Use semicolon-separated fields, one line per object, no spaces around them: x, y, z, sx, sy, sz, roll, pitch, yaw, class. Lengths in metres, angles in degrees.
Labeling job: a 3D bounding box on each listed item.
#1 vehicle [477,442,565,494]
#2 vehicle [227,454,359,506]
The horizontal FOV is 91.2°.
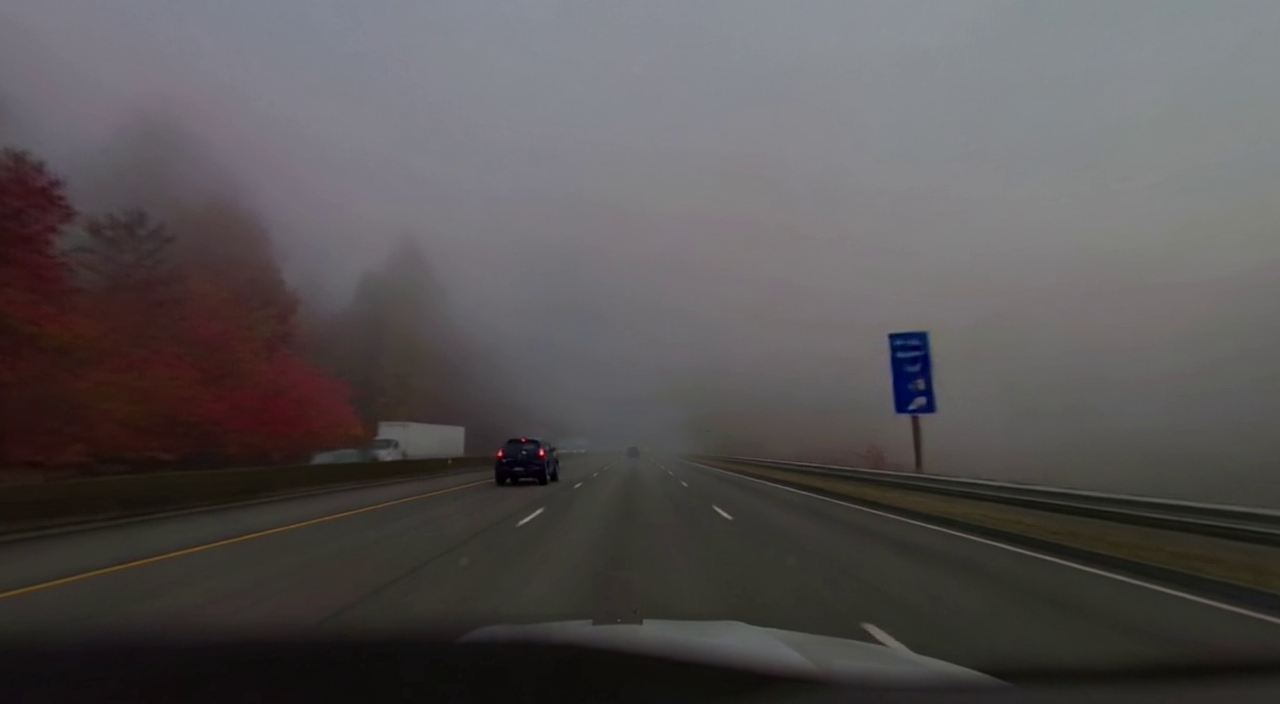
-3.995;3.995;21.967;2.153;1.577;4.707;0;-9;0;vehicle
-11.203;4.124;20.661;1.856;1.463;4.336;0;-9;0;vehicle
